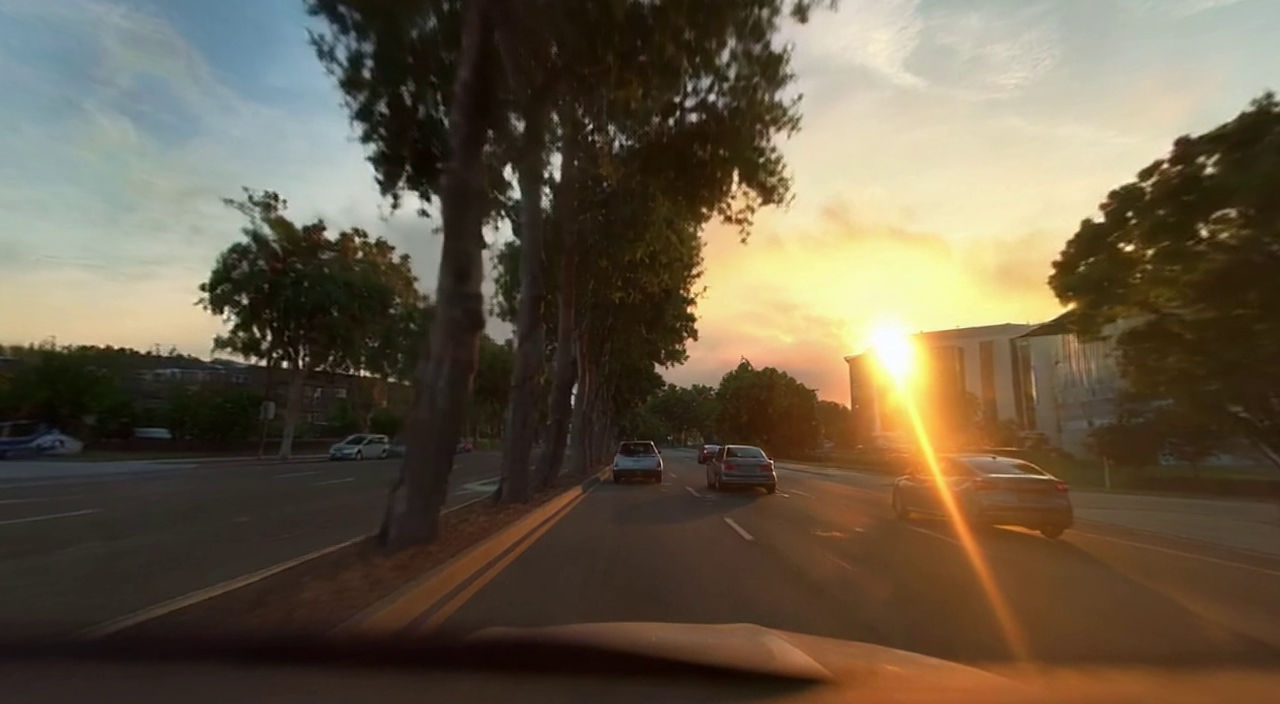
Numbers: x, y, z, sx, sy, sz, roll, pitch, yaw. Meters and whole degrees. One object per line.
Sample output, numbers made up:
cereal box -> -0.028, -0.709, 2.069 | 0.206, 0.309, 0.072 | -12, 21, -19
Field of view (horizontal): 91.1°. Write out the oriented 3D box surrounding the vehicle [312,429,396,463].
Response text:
vehicle -> -18.675, 6.219, 41.498 | 2.226, 2.019, 6.809 | 0, -8, 1

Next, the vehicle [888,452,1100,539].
vehicle -> 7.096, 2.872, 13.237 | 1.944, 1.458, 4.268 | 0, -8, -1

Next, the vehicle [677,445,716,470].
vehicle -> 3.566, 6.705, 40.126 | 2.012, 1.462, 4.163 | 0, -8, -1

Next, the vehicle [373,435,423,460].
vehicle -> -18.505, 7.320, 48.206 | 1.915, 1.824, 4.760 | 0, -8, 1

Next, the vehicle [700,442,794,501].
vehicle -> 2.960, 3.391, 18.333 | 1.932, 1.510, 4.168 | 0, -8, -1

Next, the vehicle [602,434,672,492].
vehicle -> -0.080, 3.535, 20.382 | 2.008, 1.674, 4.239 | 0, -8, 0

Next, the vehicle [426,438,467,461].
vehicle -> -15.002, 7.519, 48.491 | 2.161, 1.642, 4.587 | 4, -9, -26

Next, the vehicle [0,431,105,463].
vehicle -> -28.700, 4.566, 30.285 | 1.867, 1.420, 4.409 | 0, -8, -1
